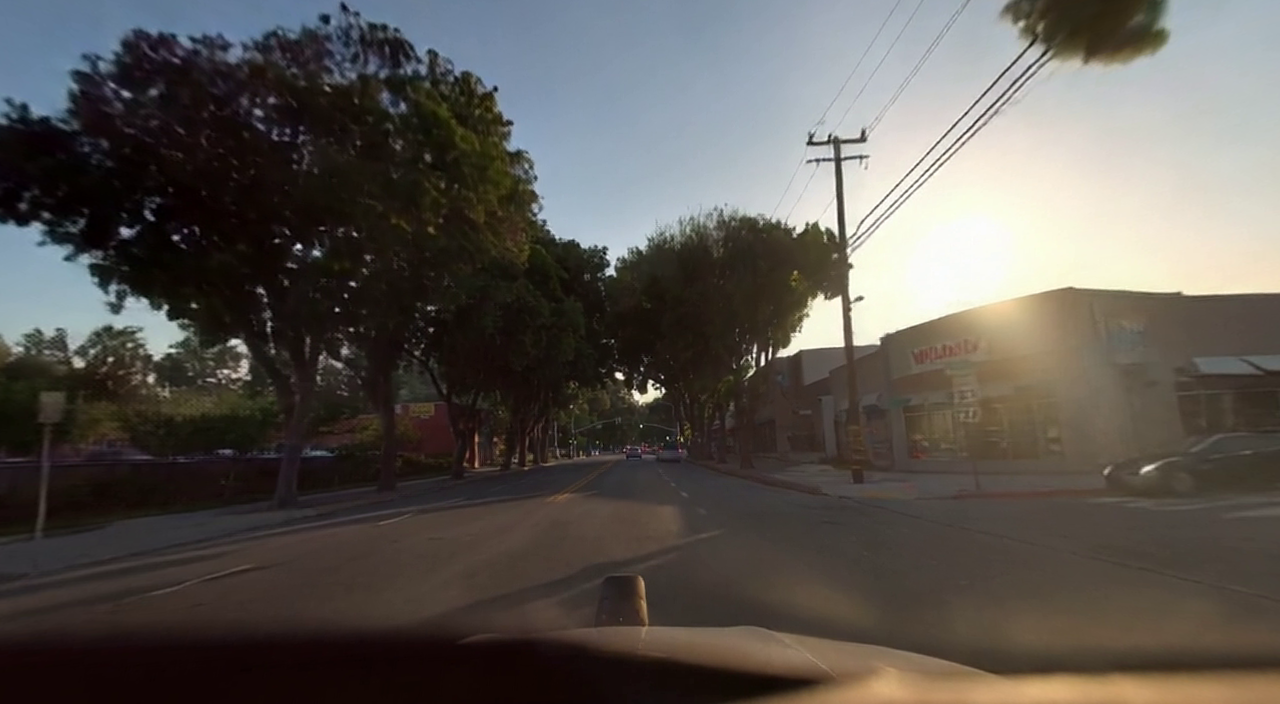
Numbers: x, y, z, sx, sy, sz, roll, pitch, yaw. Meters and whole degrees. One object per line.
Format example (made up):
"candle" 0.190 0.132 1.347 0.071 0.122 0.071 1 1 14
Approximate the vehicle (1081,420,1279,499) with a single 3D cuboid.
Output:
"vehicle" 11.828 2.140 12.697 4.404 1.445 1.844 -1 -9 7
